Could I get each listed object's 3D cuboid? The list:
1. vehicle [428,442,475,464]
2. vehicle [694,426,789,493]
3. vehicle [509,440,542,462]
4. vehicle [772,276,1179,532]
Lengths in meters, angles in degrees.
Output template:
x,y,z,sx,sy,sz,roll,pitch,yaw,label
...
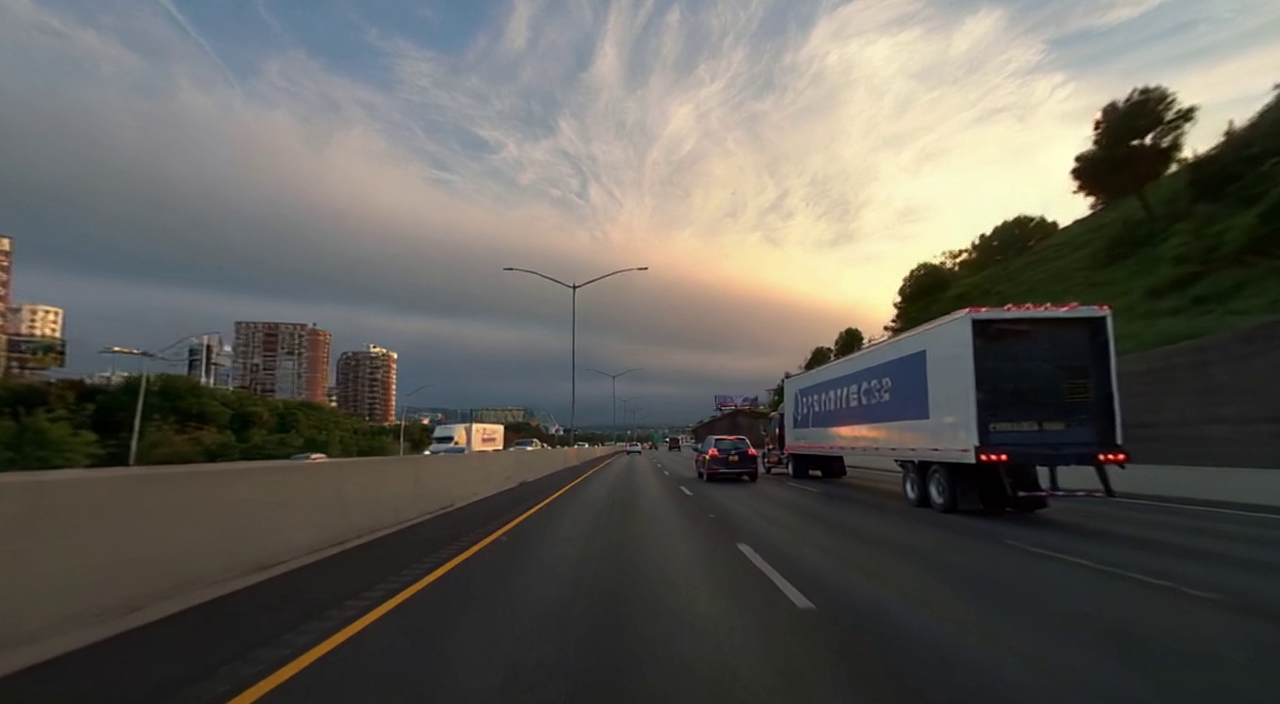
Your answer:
x,y,z,sx,sy,sz,roll,pitch,yaw,label
-14.666,7.900,49.492,1.937,1.618,5.347,0,-9,1,vehicle
2.832,3.133,18.701,1.973,1.710,4.476,0,-8,-1,vehicle
-7.786,6.749,43.255,1.613,1.392,3.376,0,-8,1,vehicle
6.775,1.848,17.299,2.864,4.060,14.637,0,-8,-1,vehicle
